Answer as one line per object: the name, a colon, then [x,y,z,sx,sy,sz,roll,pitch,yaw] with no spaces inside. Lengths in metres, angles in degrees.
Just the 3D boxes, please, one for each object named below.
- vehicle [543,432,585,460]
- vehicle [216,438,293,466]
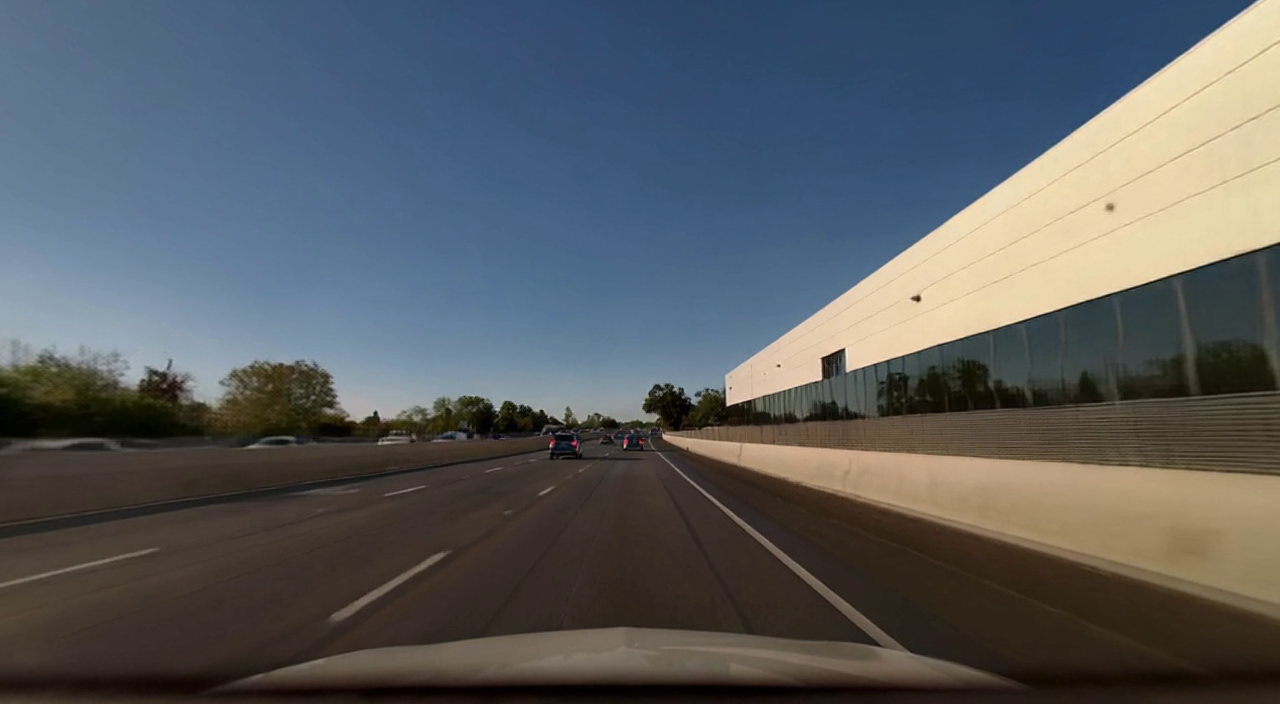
vehicle: [-4.647,5.793,38.943,2.036,1.612,4.510,0,-8,0]
vehicle: [-21.050,5.442,34.489,1.775,1.458,3.812,0,-8,0]
